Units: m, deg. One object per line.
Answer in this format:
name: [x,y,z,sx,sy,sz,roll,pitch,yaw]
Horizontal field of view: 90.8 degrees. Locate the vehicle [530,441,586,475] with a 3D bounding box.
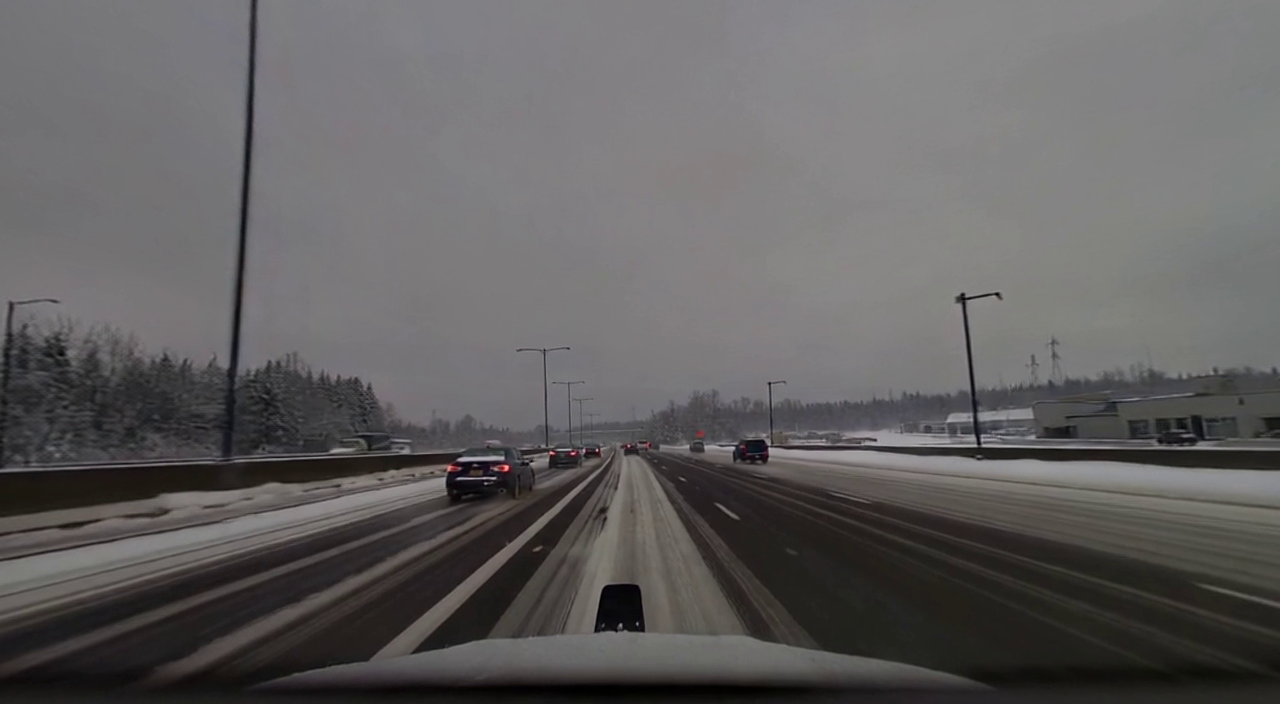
vehicle: [-3.910,5.138,30.819,2.047,1.469,4.614,0,-9,1]

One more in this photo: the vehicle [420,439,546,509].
vehicle: [-3.598,2.882,15.362,1.959,1.433,4.291,0,-9,0]

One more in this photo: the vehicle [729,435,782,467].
vehicle: [6.867,5.948,37.974,2.147,1.769,4.666,0,-9,-2]
